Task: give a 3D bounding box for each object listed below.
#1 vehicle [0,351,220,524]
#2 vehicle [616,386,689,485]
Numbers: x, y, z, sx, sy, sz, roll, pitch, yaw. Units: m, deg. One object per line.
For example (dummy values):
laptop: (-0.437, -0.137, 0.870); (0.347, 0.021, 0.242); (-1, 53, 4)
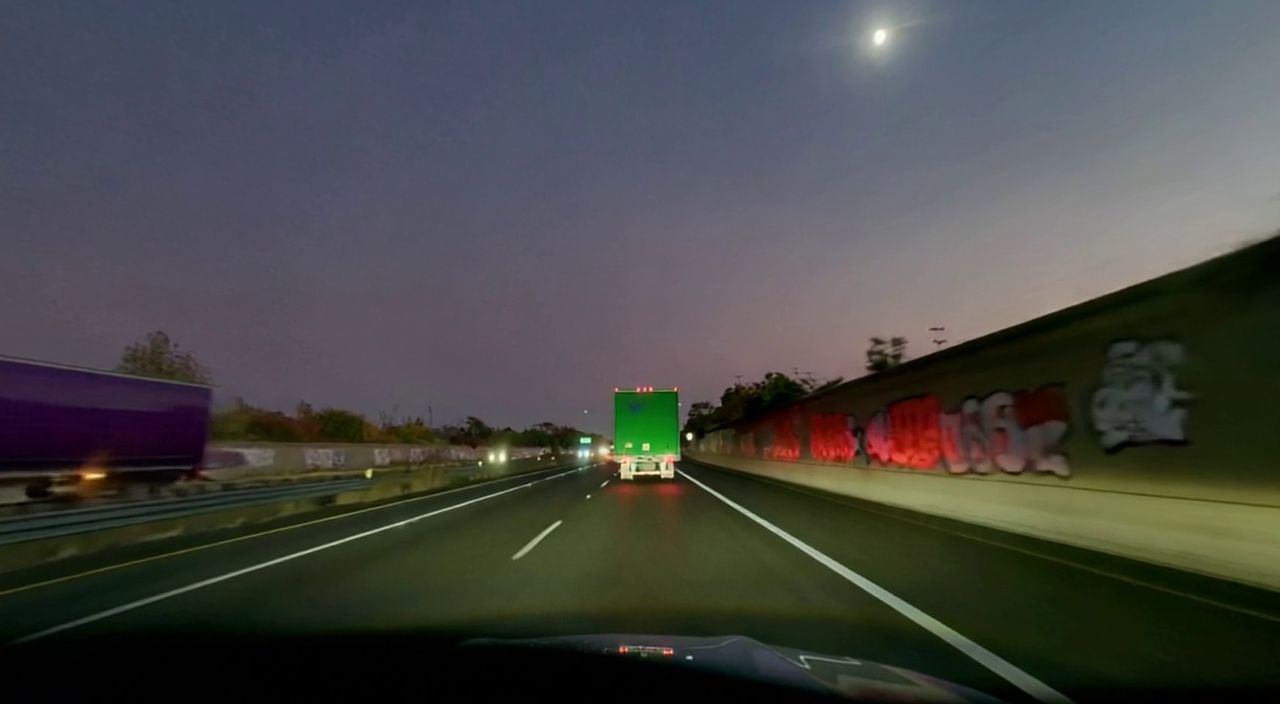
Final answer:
vehicle: (-16.615, 2.134, 15.585); (2.882, 4.051, 13.808); (0, -9, 0)
vehicle: (0.296, 4.122, 30.364); (2.900, 3.955, 10.151); (0, -9, -2)
